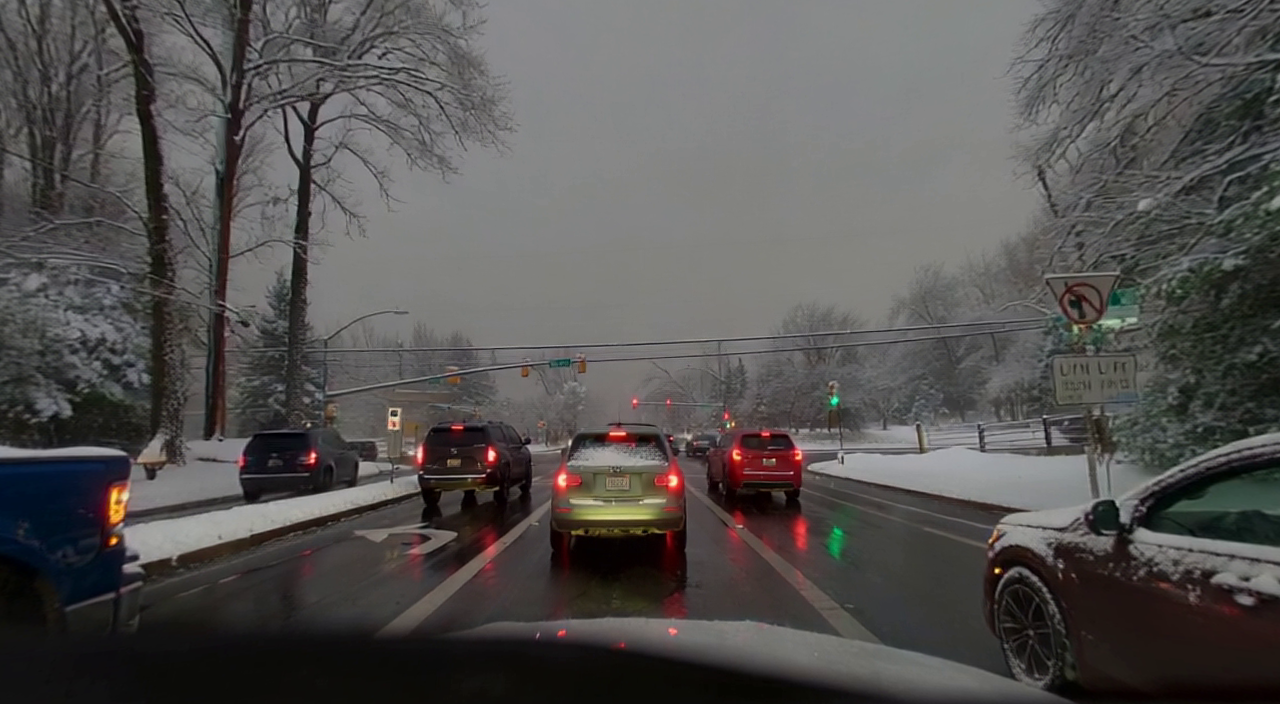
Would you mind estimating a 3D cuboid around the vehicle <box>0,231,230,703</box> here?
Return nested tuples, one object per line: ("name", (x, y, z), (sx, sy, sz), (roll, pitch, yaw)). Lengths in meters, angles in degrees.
("vehicle", (-3.480, 0.350, 0.305), (2.656, 2.021, 5.800), (0, -8, 0))

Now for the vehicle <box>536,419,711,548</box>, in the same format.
("vehicle", (-0.222, 1.939, 9.877), (2.194, 1.607, 3.690), (0, -8, 0))

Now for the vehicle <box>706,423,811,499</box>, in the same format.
("vehicle", (3.176, 3.040, 17.922), (2.102, 1.841, 4.587), (0, -8, 0))

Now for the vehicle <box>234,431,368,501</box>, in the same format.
("vehicle", (-9.217, 3.095, 17.655), (2.122, 1.653, 4.807), (2, -9, -14))

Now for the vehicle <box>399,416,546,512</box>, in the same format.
("vehicle", (-3.632, 2.526, 14.674), (2.089, 1.857, 4.488), (0, -8, 1))

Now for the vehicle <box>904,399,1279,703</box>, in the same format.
("vehicle", (3.017, 0.968, 2.533), (1.874, 1.477, 4.698), (0, -8, 0))
